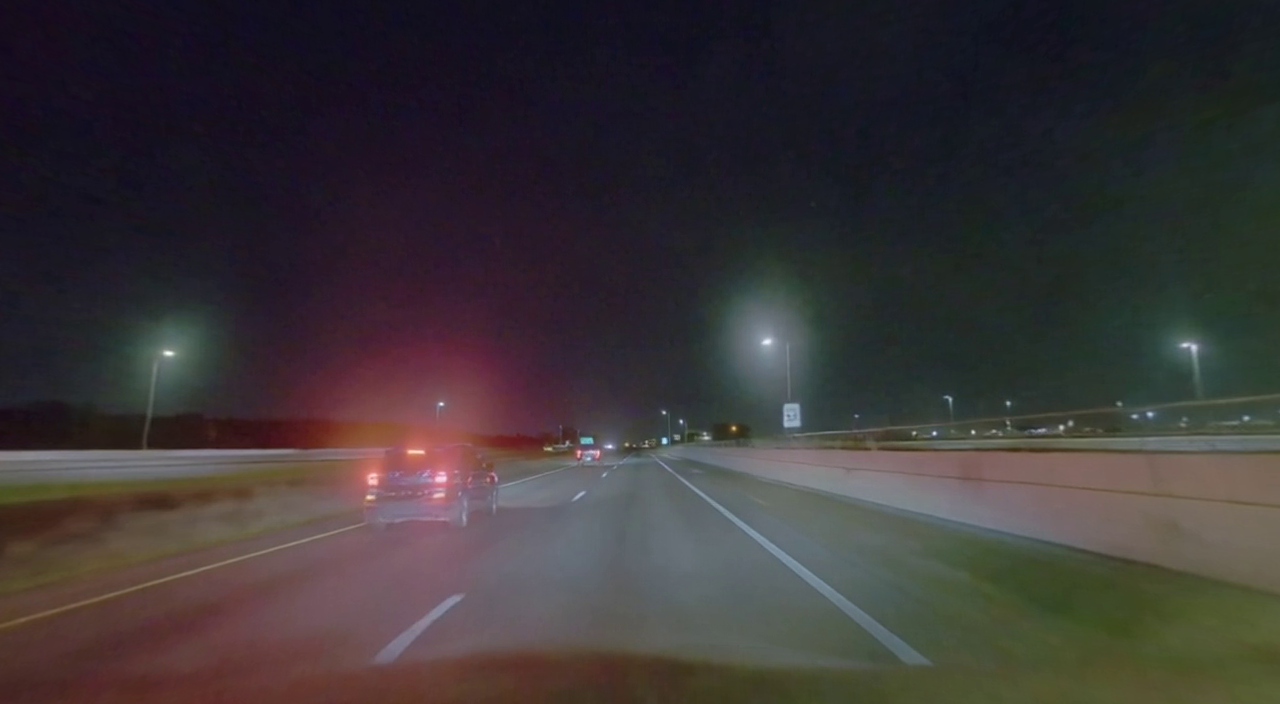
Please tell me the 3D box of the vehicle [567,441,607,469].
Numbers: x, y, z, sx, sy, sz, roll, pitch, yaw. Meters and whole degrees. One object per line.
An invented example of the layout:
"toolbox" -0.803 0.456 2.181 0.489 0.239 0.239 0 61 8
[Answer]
"vehicle" -3.348 6.616 40.577 2.133 1.683 4.340 0 -9 1

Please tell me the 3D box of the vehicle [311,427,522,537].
"vehicle" -3.638 2.204 11.272 2.195 1.573 4.176 0 -9 1
